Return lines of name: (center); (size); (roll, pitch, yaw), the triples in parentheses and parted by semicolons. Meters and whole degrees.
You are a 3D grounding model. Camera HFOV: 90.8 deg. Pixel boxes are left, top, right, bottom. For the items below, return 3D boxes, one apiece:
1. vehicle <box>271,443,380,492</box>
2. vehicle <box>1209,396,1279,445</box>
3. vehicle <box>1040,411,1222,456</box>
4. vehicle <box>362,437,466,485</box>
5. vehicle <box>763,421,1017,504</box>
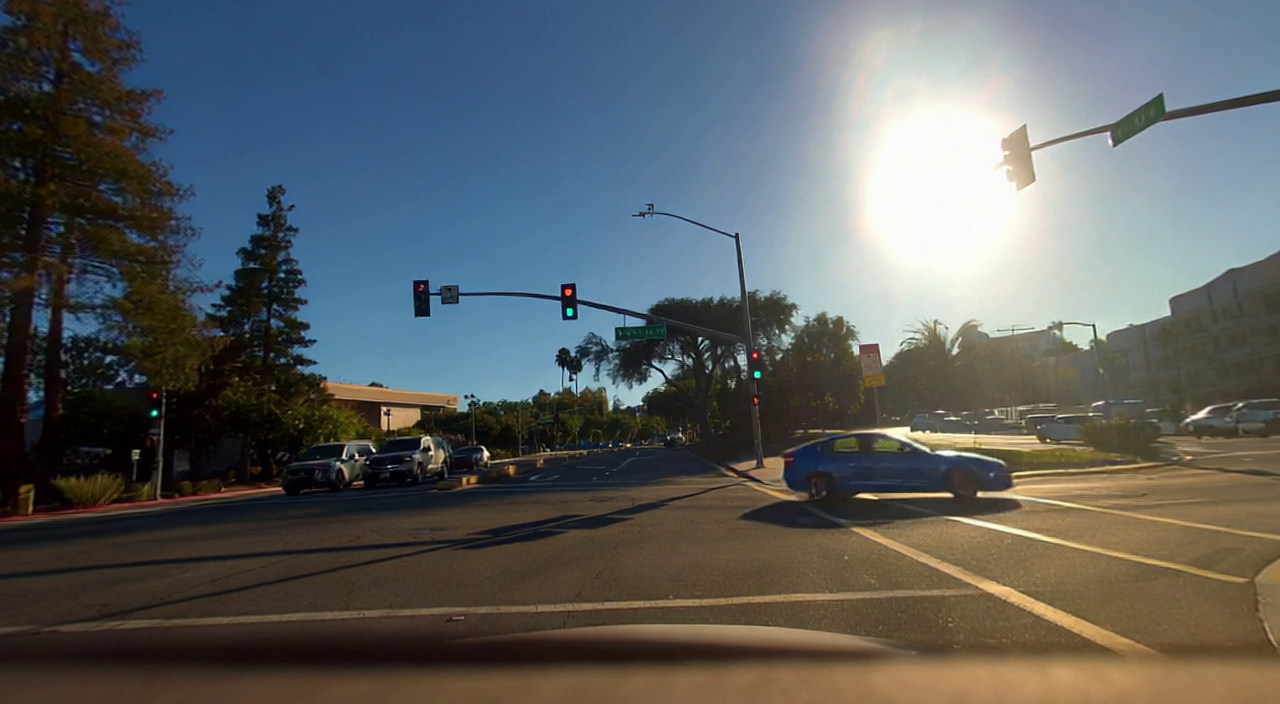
vehicle: (-13.770, 5.062, 28.073); (2.306, 1.957, 4.968); (0, -9, -1)
vehicle: (25.862, 2.977, 26.644); (2.098, 1.857, 4.861); (-6, -11, 35)
vehicle: (16.943, 2.903, 22.114); (4.560, 1.453, 1.851); (-3, -9, 18)
vehicle: (-10.142, 4.931, 28.999); (2.664, 1.940, 5.702); (0, -9, 0)
vehicle: (5.156, 2.276, 13.288); (4.592, 1.470, 2.071); (-5, -10, 28)
